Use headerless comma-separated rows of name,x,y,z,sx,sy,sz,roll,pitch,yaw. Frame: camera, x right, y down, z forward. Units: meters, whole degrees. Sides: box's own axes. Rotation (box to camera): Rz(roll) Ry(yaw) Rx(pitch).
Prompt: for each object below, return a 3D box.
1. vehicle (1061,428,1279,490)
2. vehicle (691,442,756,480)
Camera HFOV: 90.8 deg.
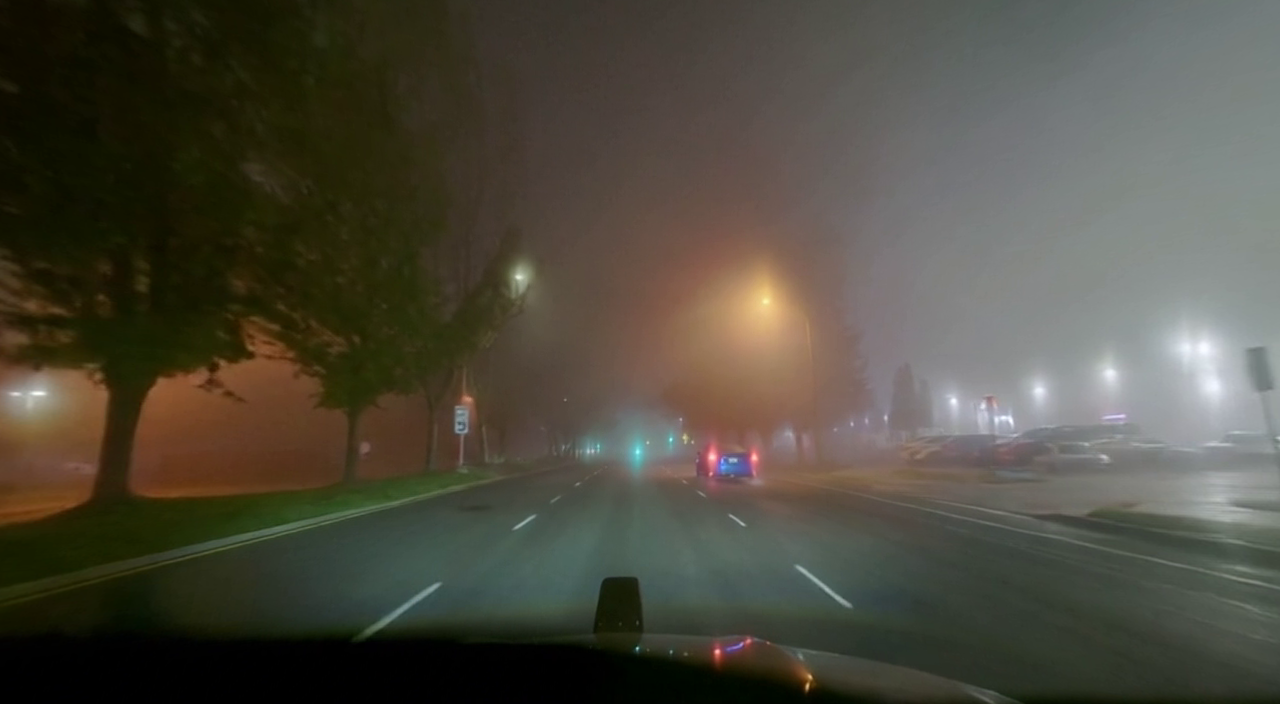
vehicle,15.780,3.191,18.997,4.684,1.448,2.090,-3,-8,-3
vehicle,3.460,4.609,27.081,2.033,1.482,4.571,0,-8,-2
